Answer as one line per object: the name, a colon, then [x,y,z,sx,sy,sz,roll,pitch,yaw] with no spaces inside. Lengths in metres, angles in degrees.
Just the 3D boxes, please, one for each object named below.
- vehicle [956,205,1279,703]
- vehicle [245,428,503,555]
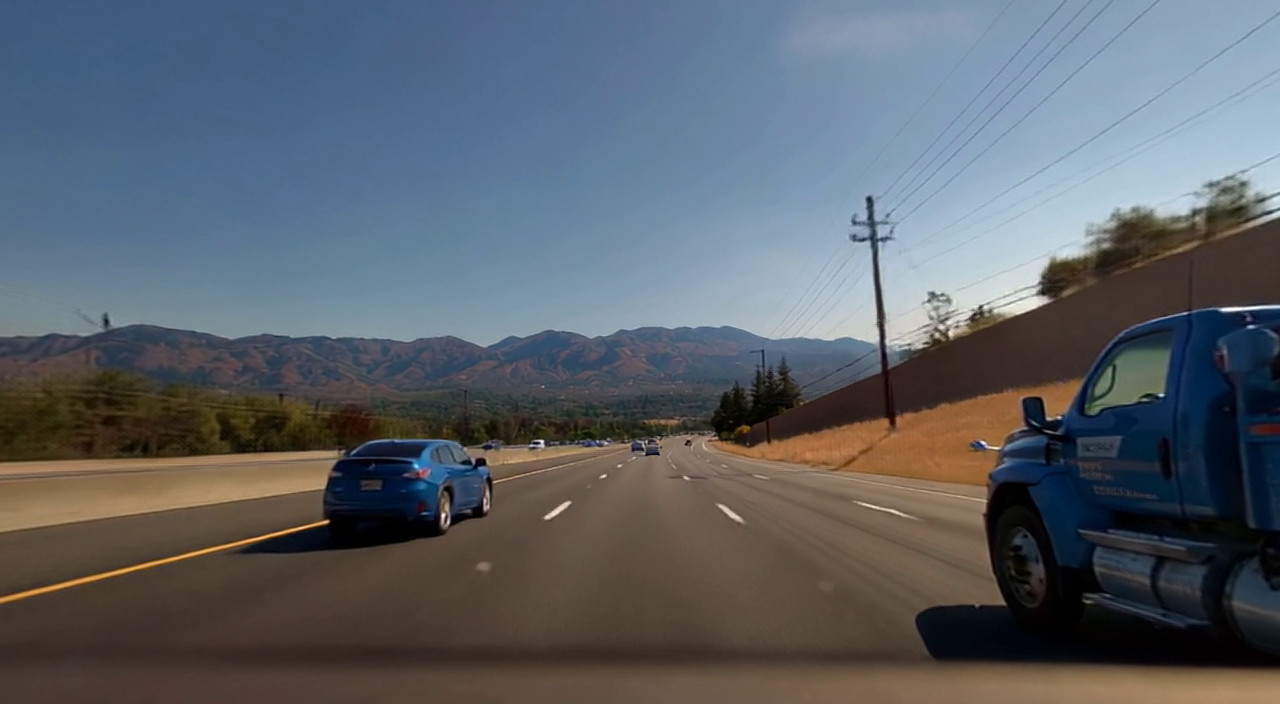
vehicle: [3.593,0.441,1.251,2.538,2.228,6.370,0,-9,-1]
vehicle: [-3.701,2.021,9.874,1.974,1.493,4.563,0,-9,1]
